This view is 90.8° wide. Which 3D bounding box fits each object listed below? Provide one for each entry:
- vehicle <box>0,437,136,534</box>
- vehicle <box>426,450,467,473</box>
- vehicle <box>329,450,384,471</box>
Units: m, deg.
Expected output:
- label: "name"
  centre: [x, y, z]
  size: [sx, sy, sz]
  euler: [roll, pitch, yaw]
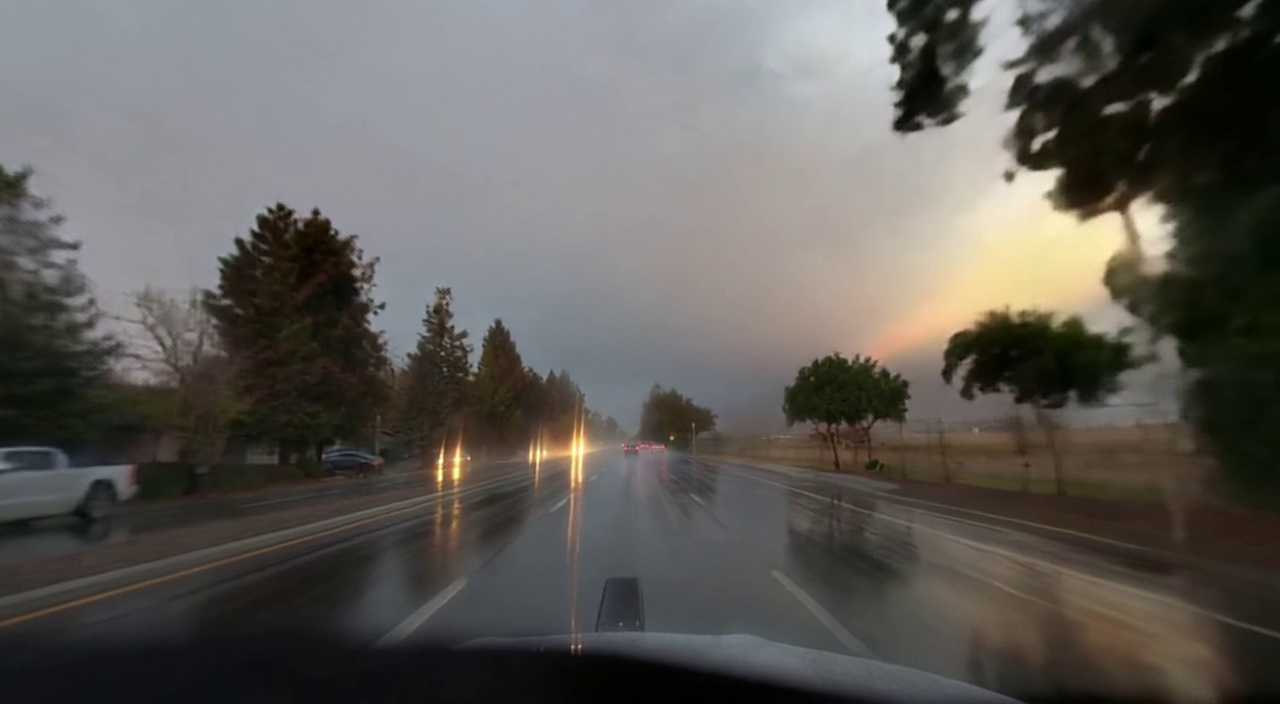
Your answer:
- label: "vehicle"
  centre: [-14.336, 2.907, 13.694]
  size: [2.251, 1.972, 5.672]
  euler: [-3, -8, -1]
- label: "vehicle"
  centre: [-14.834, 8.384, 48.629]
  size: [1.896, 1.486, 4.285]
  euler: [-4, -8, -2]
- label: "vehicle"
  centre: [-21.584, 8.282, 48.375]
  size: [1.916, 1.482, 4.789]
  euler: [0, -9, 1]
